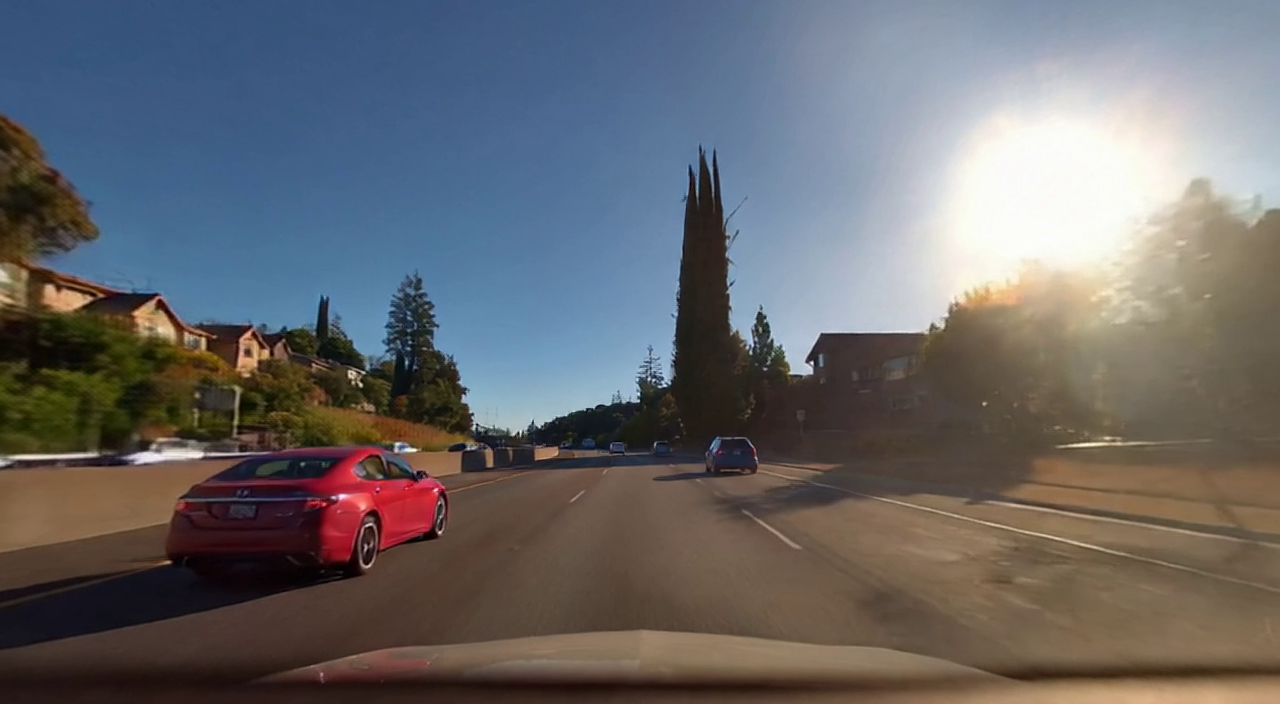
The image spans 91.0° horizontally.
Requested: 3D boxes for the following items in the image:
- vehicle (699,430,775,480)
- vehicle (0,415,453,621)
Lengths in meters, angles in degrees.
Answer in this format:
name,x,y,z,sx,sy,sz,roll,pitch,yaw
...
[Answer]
name,x,y,z,sx,sy,sz,roll,pitch,yaw
vehicle,3.539,3.844,23.791,2.092,1.686,4.188,0,-8,-2
vehicle,-3.775,1.577,7.001,2.036,1.528,4.400,0,-8,0
